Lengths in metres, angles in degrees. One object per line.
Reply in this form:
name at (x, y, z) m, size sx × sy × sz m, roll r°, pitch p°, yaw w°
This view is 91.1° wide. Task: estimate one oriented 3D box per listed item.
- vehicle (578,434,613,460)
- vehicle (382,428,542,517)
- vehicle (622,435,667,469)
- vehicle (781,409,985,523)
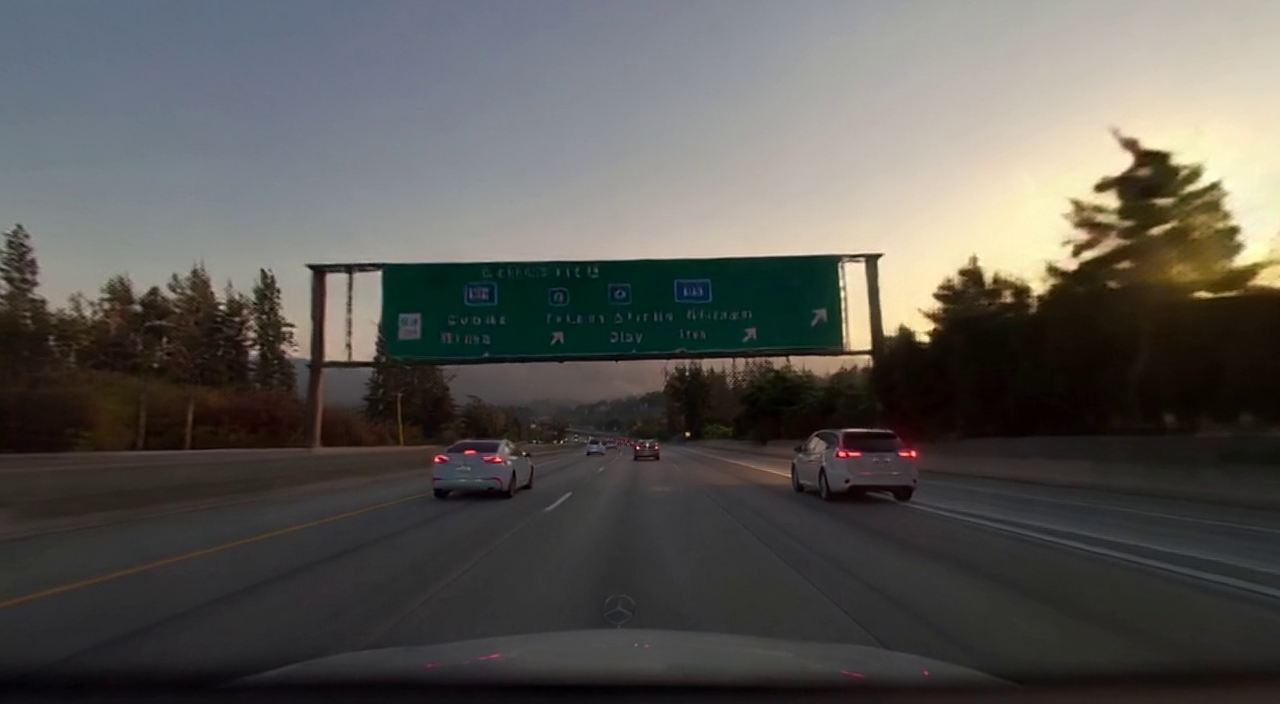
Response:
vehicle at (-3.041, 6.595, 43.543) m, size 2.044 × 1.682 × 4.201 m, roll -1°, pitch -8°, yaw 1°
vehicle at (-3.515, 2.458, 13.437) m, size 2.066 × 1.561 × 4.495 m, roll -1°, pitch -8°, yaw 1°
vehicle at (0.232, 4.840, 30.690) m, size 2.049 × 1.542 × 3.816 m, roll -1°, pitch -8°, yaw 0°
vehicle at (4.211, 2.048, 11.817) m, size 2.025 × 1.707 × 4.279 m, roll 0°, pitch -8°, yaw -1°
